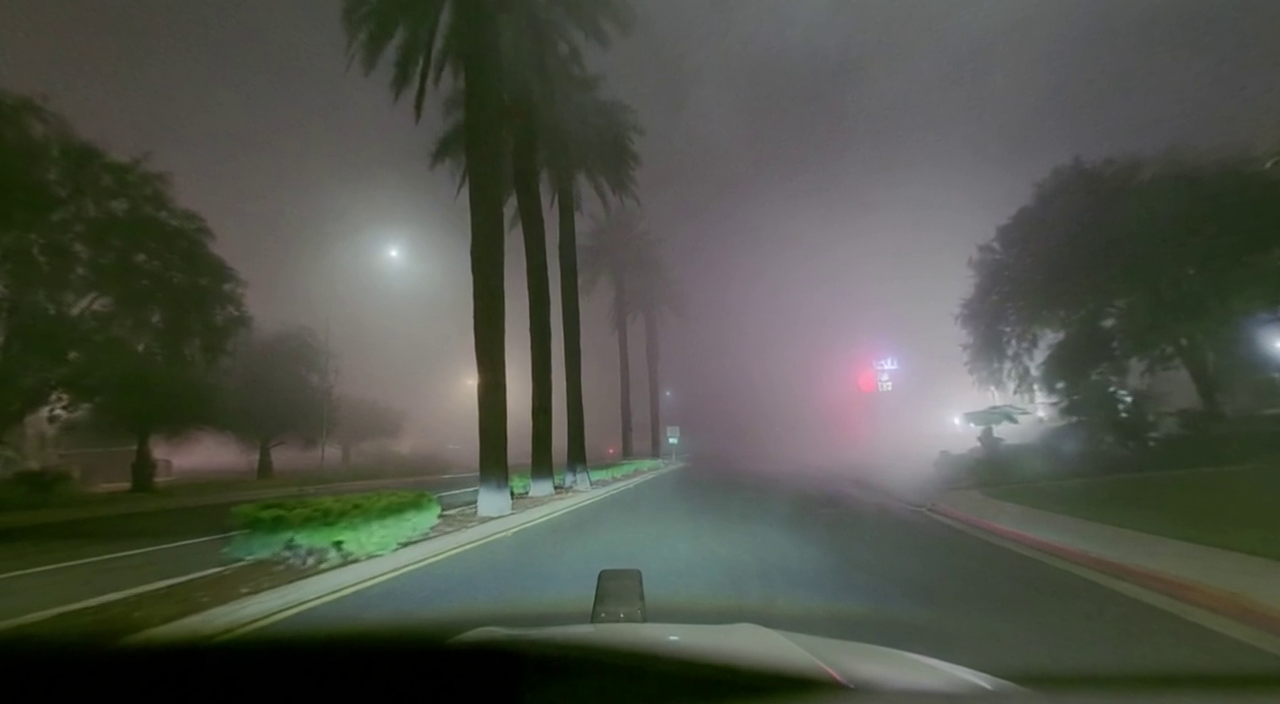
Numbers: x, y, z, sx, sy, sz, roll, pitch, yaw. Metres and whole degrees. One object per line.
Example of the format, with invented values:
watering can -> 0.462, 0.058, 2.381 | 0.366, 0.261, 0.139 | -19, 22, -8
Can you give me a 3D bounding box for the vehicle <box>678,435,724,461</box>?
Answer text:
vehicle -> 4.681, 7.459, 49.217 | 2.174, 1.863, 4.651 | 2, -8, -13
